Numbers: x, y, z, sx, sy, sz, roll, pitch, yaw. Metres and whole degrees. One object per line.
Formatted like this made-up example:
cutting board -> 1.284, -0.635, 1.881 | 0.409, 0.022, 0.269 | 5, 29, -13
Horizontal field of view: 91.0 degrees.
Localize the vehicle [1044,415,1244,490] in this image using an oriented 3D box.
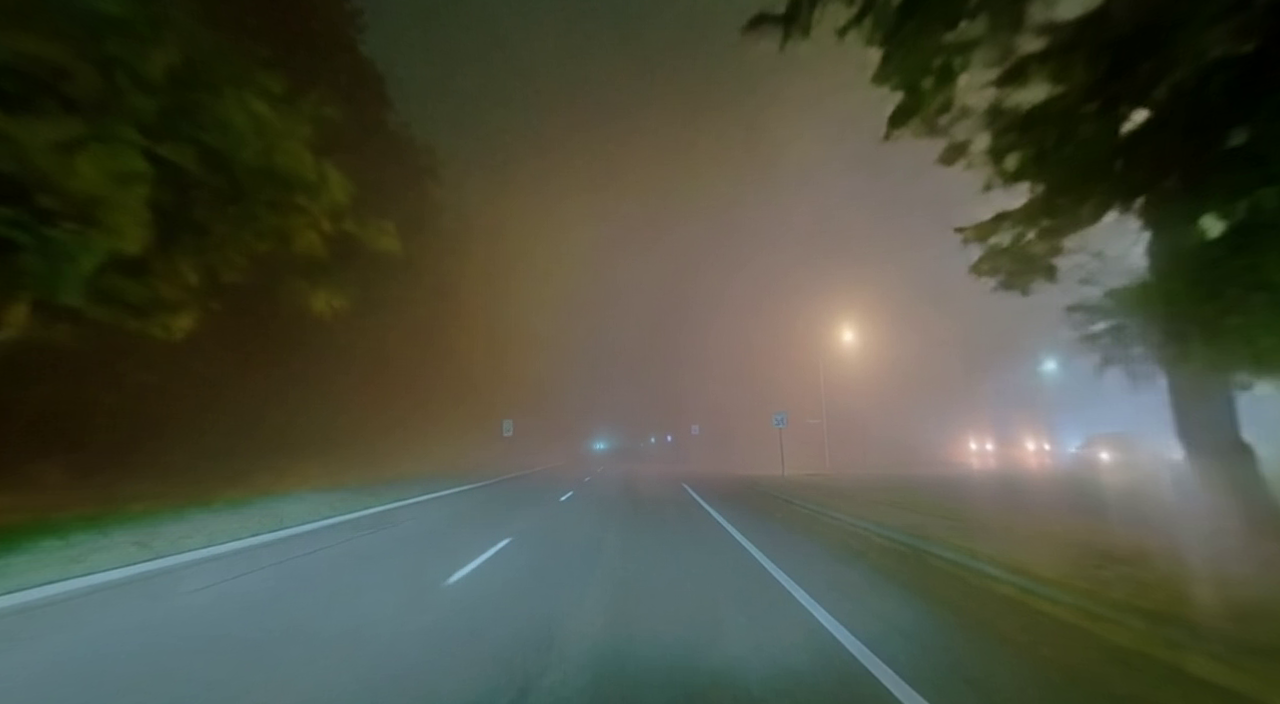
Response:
vehicle -> 14.400, 2.921, 18.448 | 1.855, 1.900, 4.714 | 0, -9, -1
